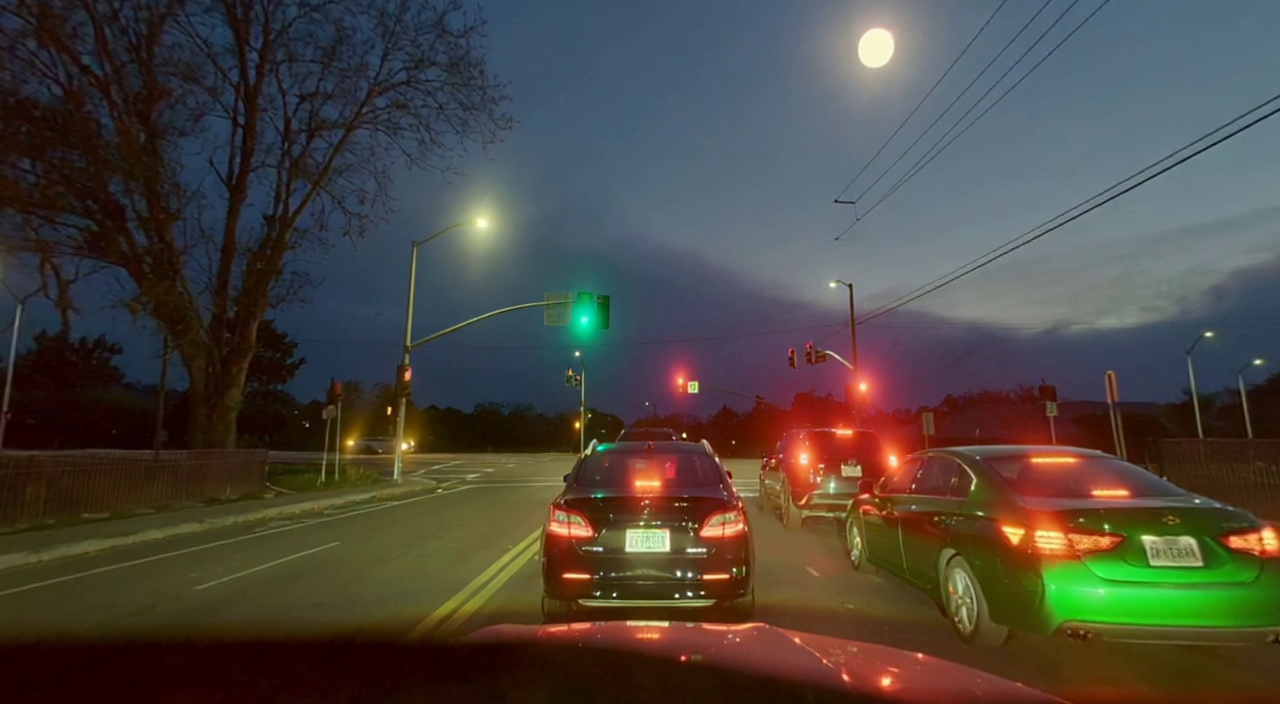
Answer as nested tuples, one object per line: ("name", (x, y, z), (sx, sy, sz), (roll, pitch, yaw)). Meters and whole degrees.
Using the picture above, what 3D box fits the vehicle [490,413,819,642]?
("vehicle", (0.067, 1.485, 6.427), (2.170, 1.497, 4.369), (0, -8, -1))

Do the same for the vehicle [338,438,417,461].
("vehicle", (-17.233, 6.404, 41.461), (4.406, 1.458, 1.892), (-1, -8, 7))

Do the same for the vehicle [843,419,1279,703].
("vehicle", (3.086, 1.247, 4.138), (2.027, 1.432, 4.431), (0, -8, 0))
